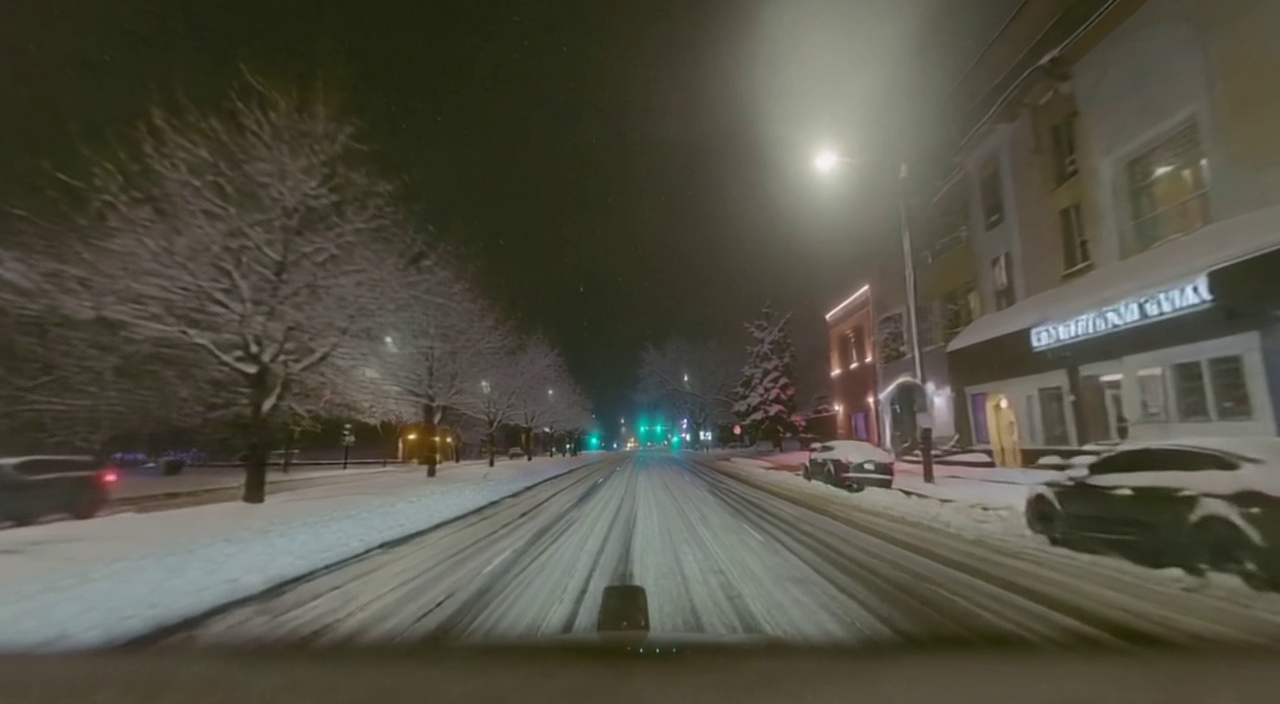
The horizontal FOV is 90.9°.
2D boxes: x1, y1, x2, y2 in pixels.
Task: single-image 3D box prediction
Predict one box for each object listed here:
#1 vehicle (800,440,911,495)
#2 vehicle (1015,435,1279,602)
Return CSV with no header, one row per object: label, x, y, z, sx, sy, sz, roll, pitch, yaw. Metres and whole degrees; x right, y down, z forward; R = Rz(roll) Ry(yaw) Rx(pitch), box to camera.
vehicle,6.695,3.606,20.173,1.923,1.498,4.676,0,-8,0
vehicle,6.684,1.663,6.833,2.119,1.458,4.965,1,-8,-1
